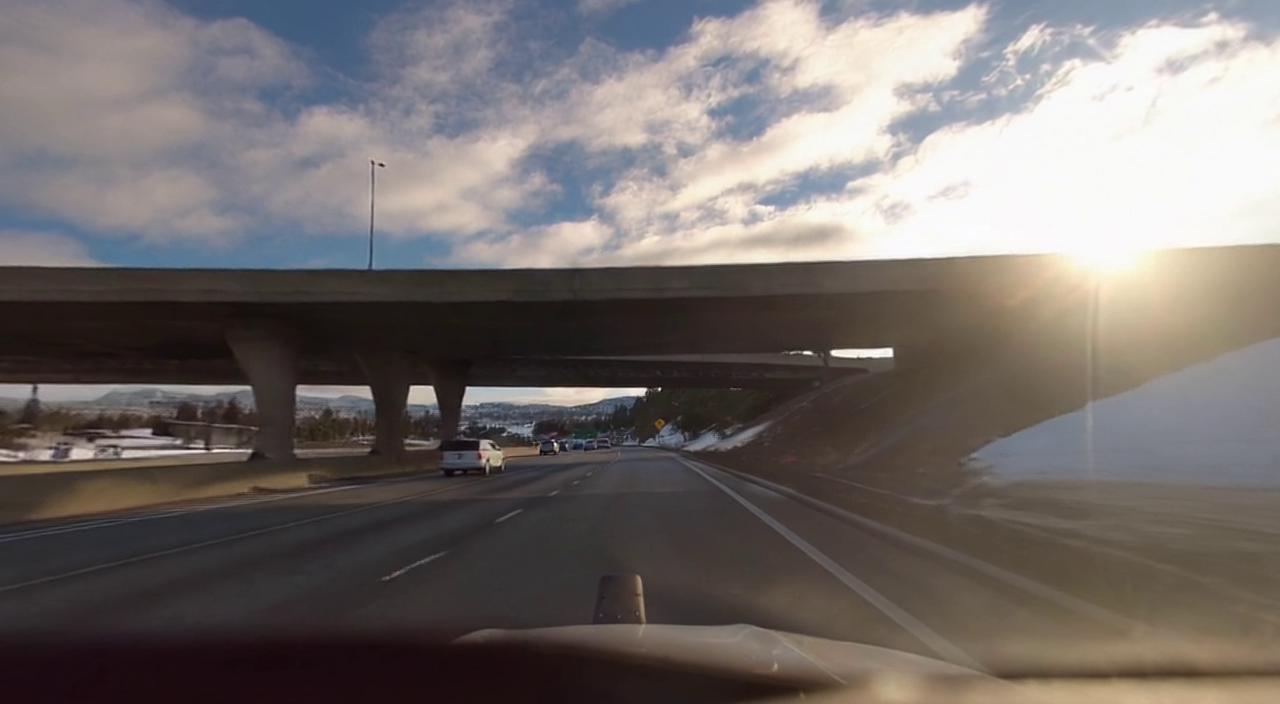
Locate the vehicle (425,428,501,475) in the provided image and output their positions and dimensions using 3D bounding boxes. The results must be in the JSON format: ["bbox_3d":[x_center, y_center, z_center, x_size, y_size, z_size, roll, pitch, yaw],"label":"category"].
[{"bbox_3d":[-7.721,4.372,27.906,1.956,1.888,4.512,-1,-8,1],"label":"vehicle"}]
